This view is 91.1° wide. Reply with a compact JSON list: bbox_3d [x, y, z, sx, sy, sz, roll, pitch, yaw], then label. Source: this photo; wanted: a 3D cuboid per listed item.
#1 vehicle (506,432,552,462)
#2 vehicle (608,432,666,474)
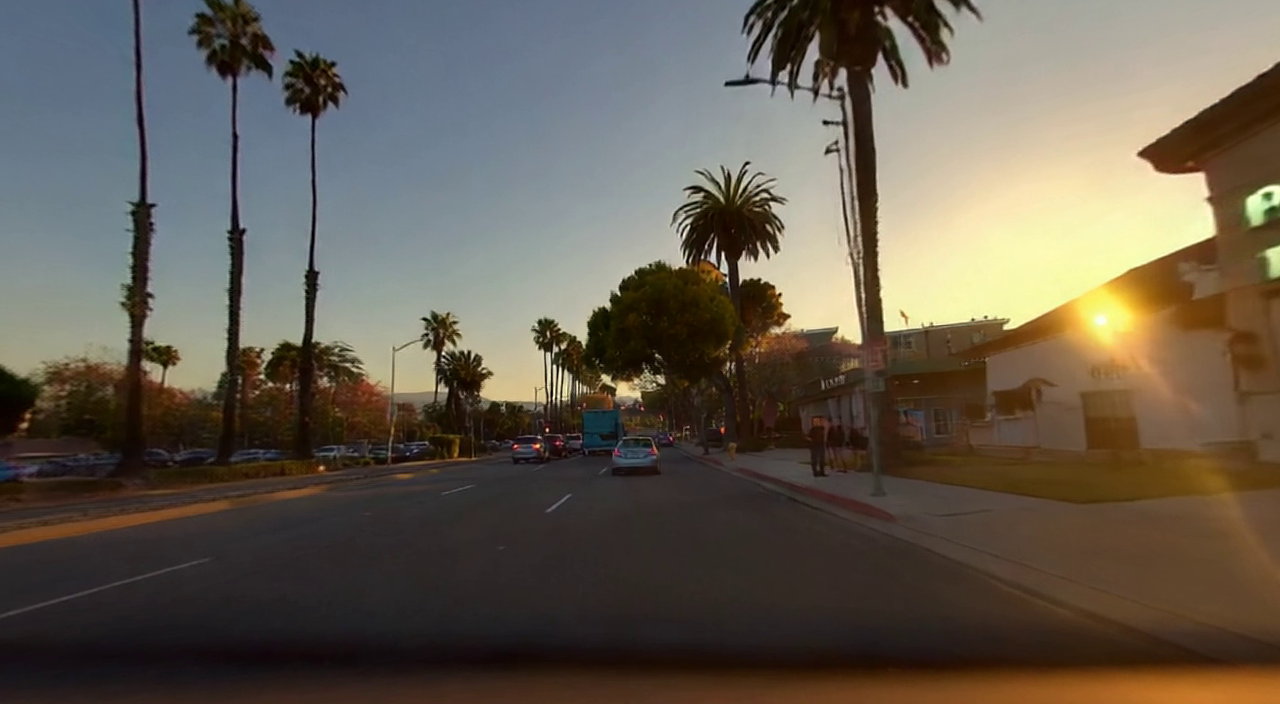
[{"bbox_3d":[-7.159,6.198,40.934,2.014,1.830,4.281,0,-9,2],"label":"vehicle"},{"bbox_3d":[-0.089,4.050,25.303,2.144,1.514,4.063,0,-9,1],"label":"vehicle"}]
